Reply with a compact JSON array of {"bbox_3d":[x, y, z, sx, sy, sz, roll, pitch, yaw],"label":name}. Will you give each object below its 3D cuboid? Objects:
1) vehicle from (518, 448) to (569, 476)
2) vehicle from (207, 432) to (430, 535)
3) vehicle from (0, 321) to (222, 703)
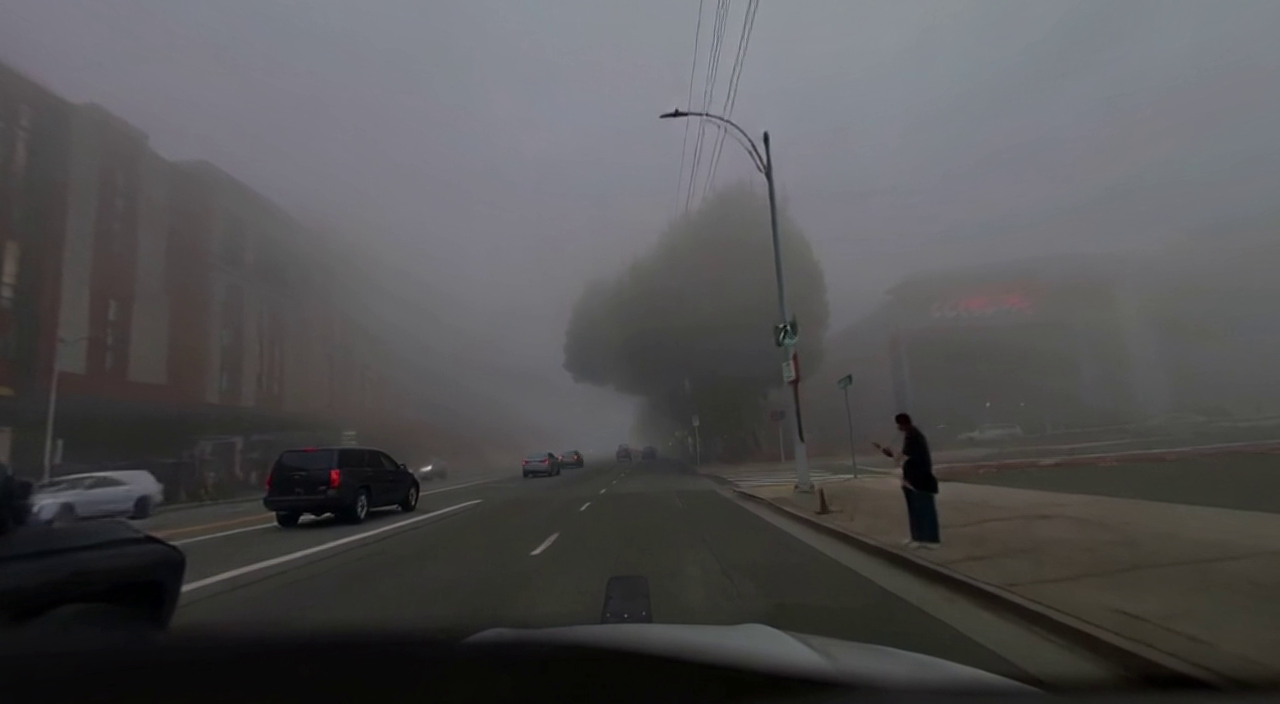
[{"bbox_3d":[-5.339,6.167,35.450,2.030,1.488,4.650,0,-9,2],"label":"vehicle"},{"bbox_3d":[-6.197,2.600,13.010,2.007,1.698,4.759,0,-9,1],"label":"vehicle"},{"bbox_3d":[-3.229,0.537,0.581,2.277,1.743,4.893,0,-9,0],"label":"vehicle"}]
